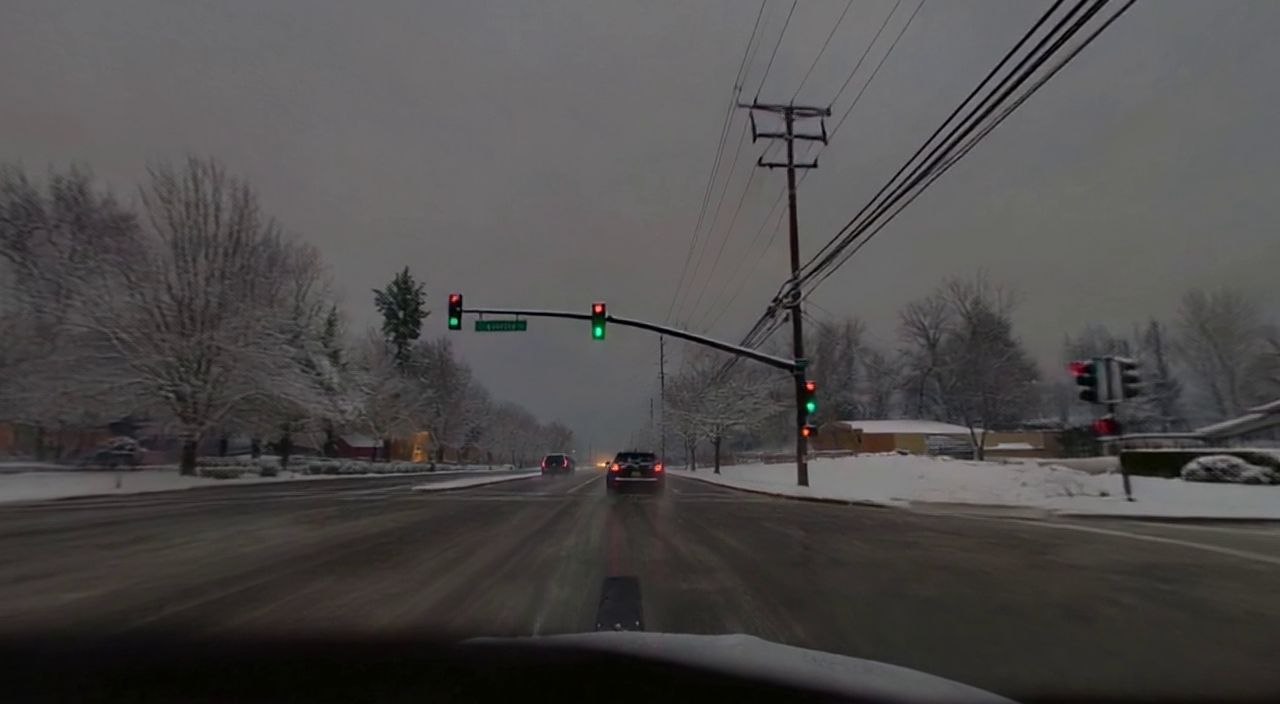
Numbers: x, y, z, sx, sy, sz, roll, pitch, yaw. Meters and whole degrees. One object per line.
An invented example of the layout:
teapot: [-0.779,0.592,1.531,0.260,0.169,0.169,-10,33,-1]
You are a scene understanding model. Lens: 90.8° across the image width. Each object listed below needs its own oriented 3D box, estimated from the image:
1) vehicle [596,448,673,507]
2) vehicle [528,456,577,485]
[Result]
vehicle: [-0.182,3.824,19.763,2.156,1.636,3.923,0,-9,-1]
vehicle: [-4.929,6.733,36.238,2.153,1.474,4.284,0,-9,0]
